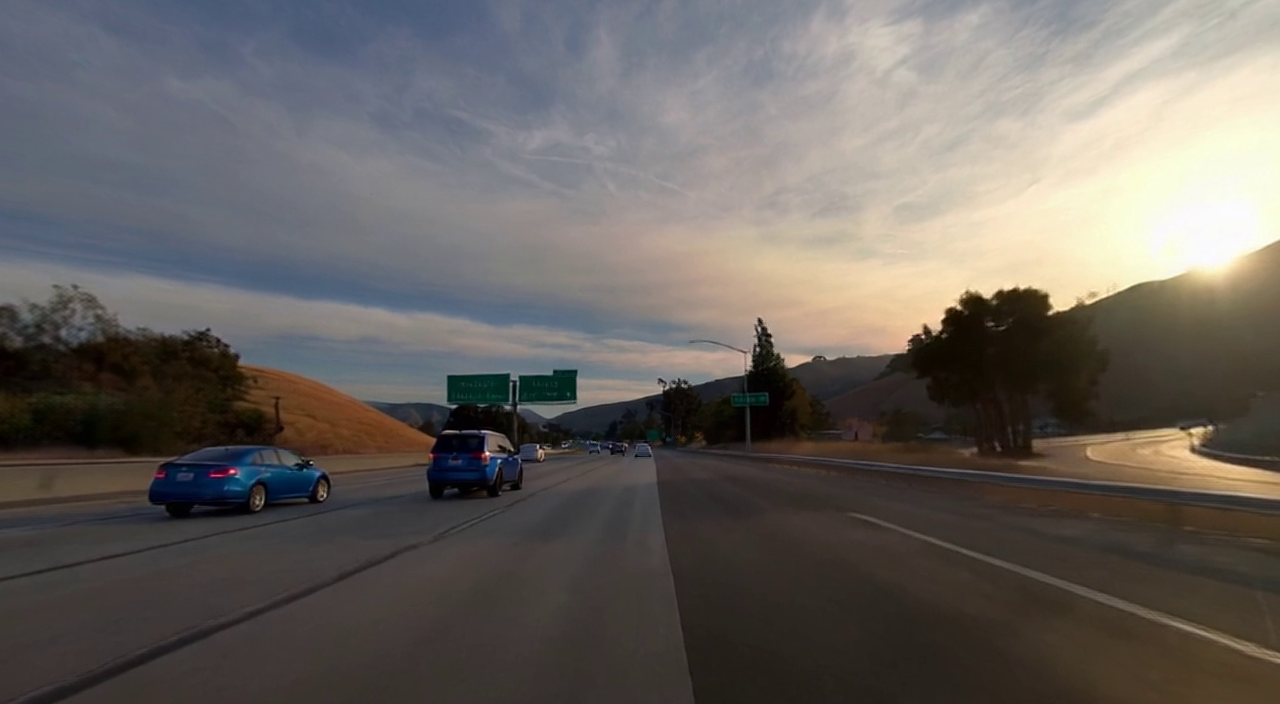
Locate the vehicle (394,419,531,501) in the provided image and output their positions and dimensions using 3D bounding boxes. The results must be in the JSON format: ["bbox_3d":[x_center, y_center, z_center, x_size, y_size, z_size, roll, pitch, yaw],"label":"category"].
[{"bbox_3d":[-4.690,2.965,17.613,2.219,1.947,4.924,0,-9,2],"label":"vehicle"}]

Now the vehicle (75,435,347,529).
[{"bbox_3d":[-8.286,2.537,12.948,1.984,1.508,4.935,0,-9,2],"label":"vehicle"}]

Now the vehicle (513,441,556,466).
[{"bbox_3d":[-7.216,7.028,43.675,2.069,1.636,4.483,0,-9,2],"label":"vehicle"}]
